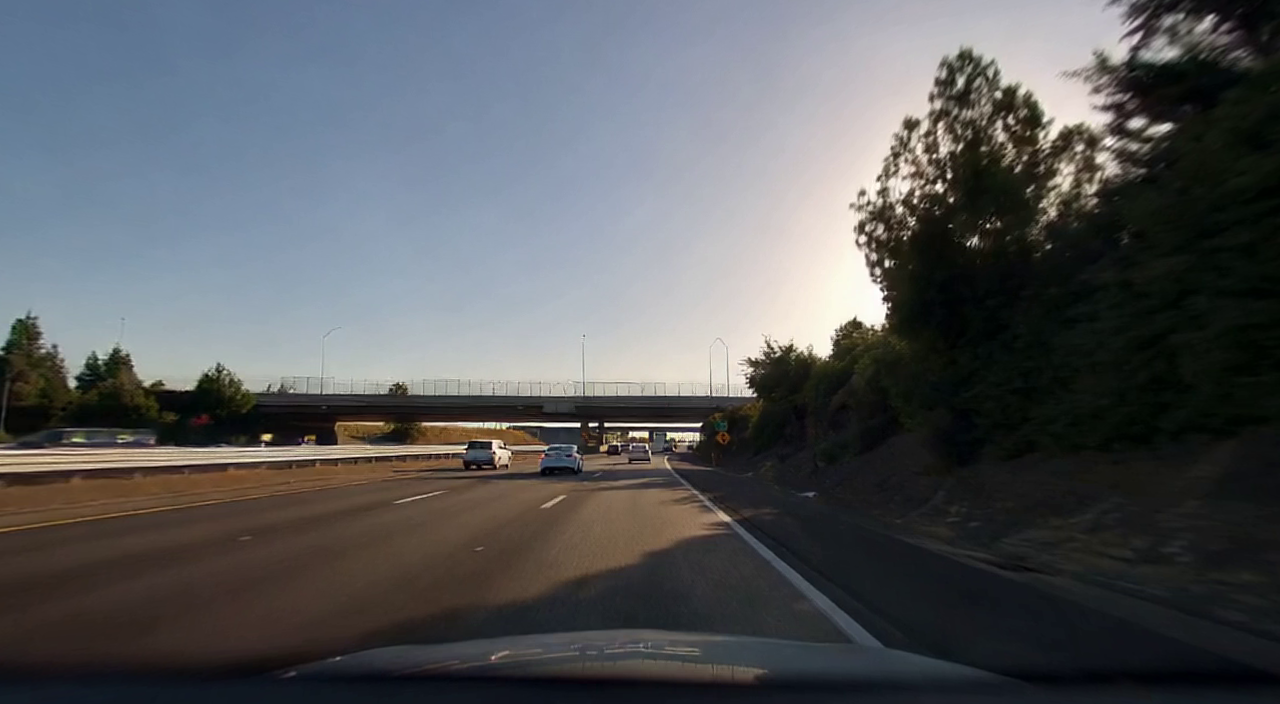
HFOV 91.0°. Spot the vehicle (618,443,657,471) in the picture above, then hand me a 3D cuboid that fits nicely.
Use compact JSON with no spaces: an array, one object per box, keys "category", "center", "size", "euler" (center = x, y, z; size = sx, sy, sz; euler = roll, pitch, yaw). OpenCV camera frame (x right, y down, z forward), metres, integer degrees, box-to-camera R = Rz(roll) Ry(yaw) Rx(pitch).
[{"category":"vehicle","center":[-0.120,6.085,36.605],"size":[2.129,1.502,4.321],"euler":[0,-9,1]}]

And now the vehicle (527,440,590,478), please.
[{"category":"vehicle","center":[-3.617,4.857,28.794],"size":[2.129,1.563,4.387],"euler":[0,-9,2]}]

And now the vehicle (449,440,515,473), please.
[{"category":"vehicle","center":[-7.788,5.209,31.516],"size":[2.002,1.543,4.466],"euler":[0,-9,2]}]
